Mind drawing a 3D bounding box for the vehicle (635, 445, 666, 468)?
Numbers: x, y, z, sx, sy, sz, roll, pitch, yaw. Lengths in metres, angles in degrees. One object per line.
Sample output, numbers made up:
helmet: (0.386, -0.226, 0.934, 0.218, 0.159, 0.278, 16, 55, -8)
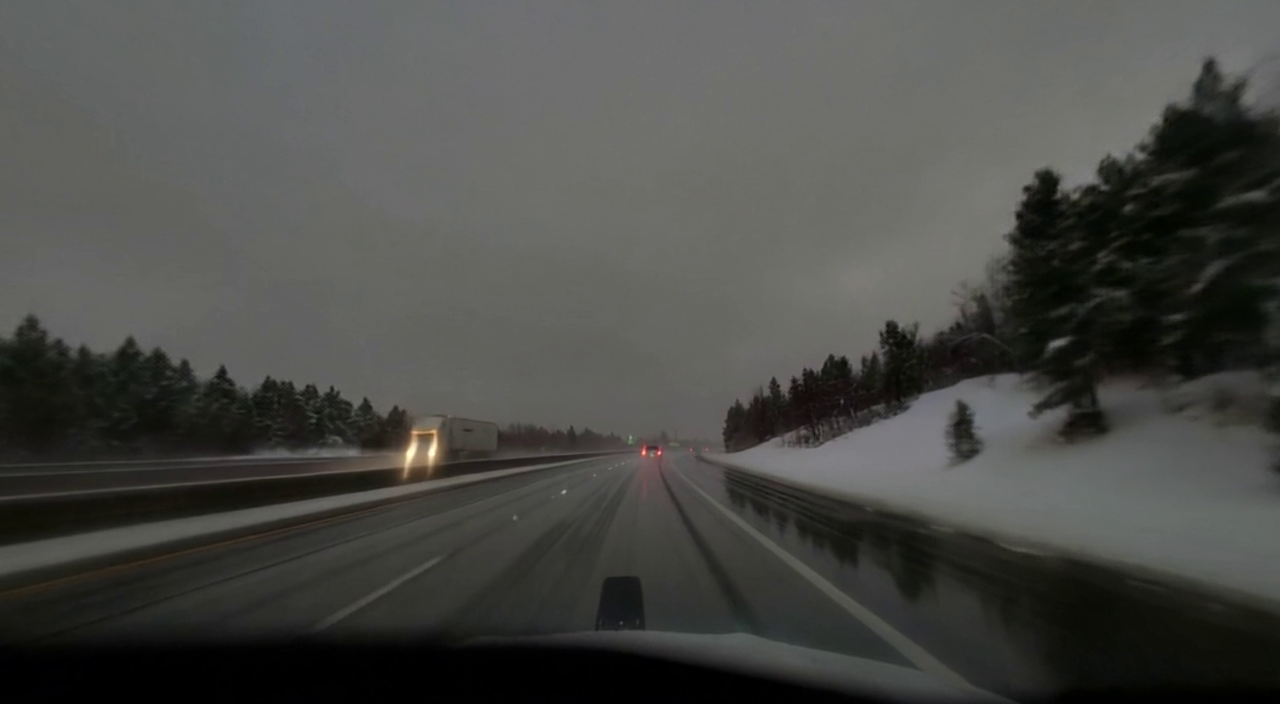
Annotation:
vehicle: (0.797, 7.864, 47.566, 2.221, 1.603, 4.149, 0, -9, 1)
